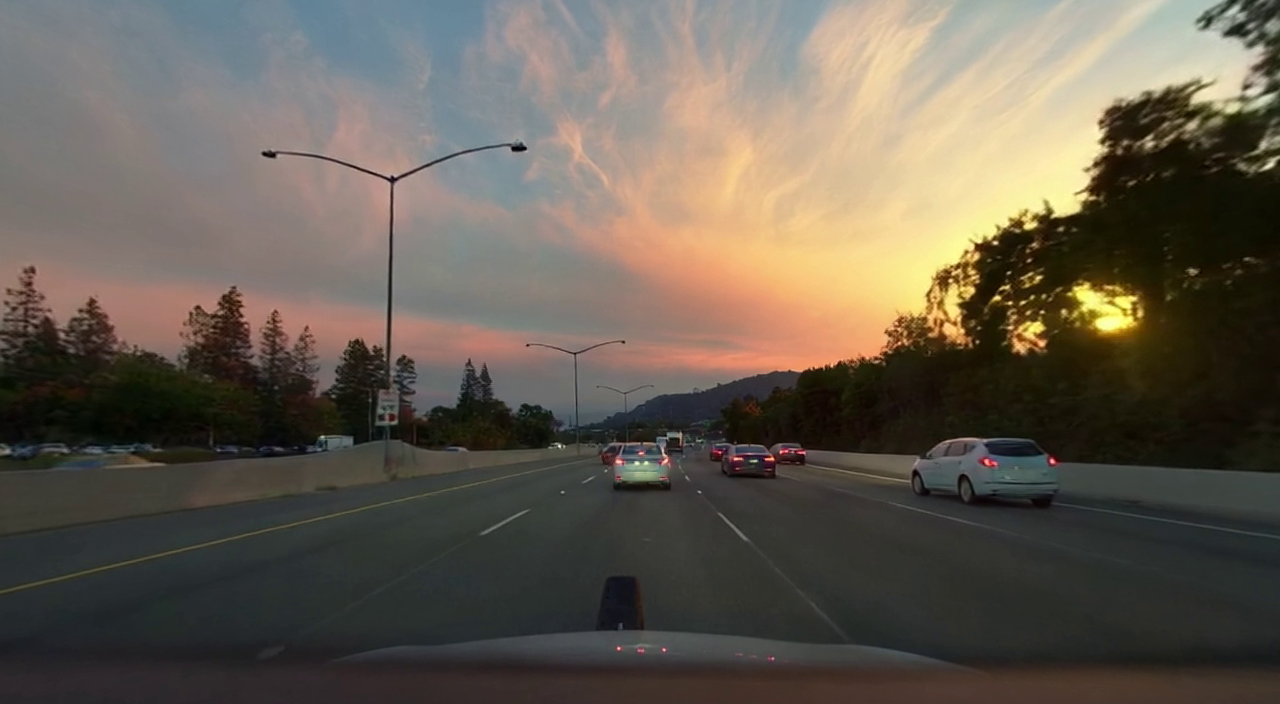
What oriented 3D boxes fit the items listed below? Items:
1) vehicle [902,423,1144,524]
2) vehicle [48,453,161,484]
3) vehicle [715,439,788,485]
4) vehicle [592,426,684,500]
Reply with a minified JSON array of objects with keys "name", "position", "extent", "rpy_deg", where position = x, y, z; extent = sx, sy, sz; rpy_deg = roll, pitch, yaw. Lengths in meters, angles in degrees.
[{"name":"vehicle","position":[7.425,2.400,12.999],"extent":[2.028,1.657,4.823],"rpy_deg":[0,-9,1]},{"name":"vehicle","position":[-28.148,6.106,33.326],"extent":[1.861,1.494,4.449],"rpy_deg":[0,-9,4]},{"name":"vehicle","position":[4.074,4.085,23.673],"extent":[1.999,1.514,4.338],"rpy_deg":[0,-9,1]},{"name":"vehicle","position":[0.006,2.944,17.005],"extent":[2.181,1.728,3.970],"rpy_deg":[0,-9,2]}]
